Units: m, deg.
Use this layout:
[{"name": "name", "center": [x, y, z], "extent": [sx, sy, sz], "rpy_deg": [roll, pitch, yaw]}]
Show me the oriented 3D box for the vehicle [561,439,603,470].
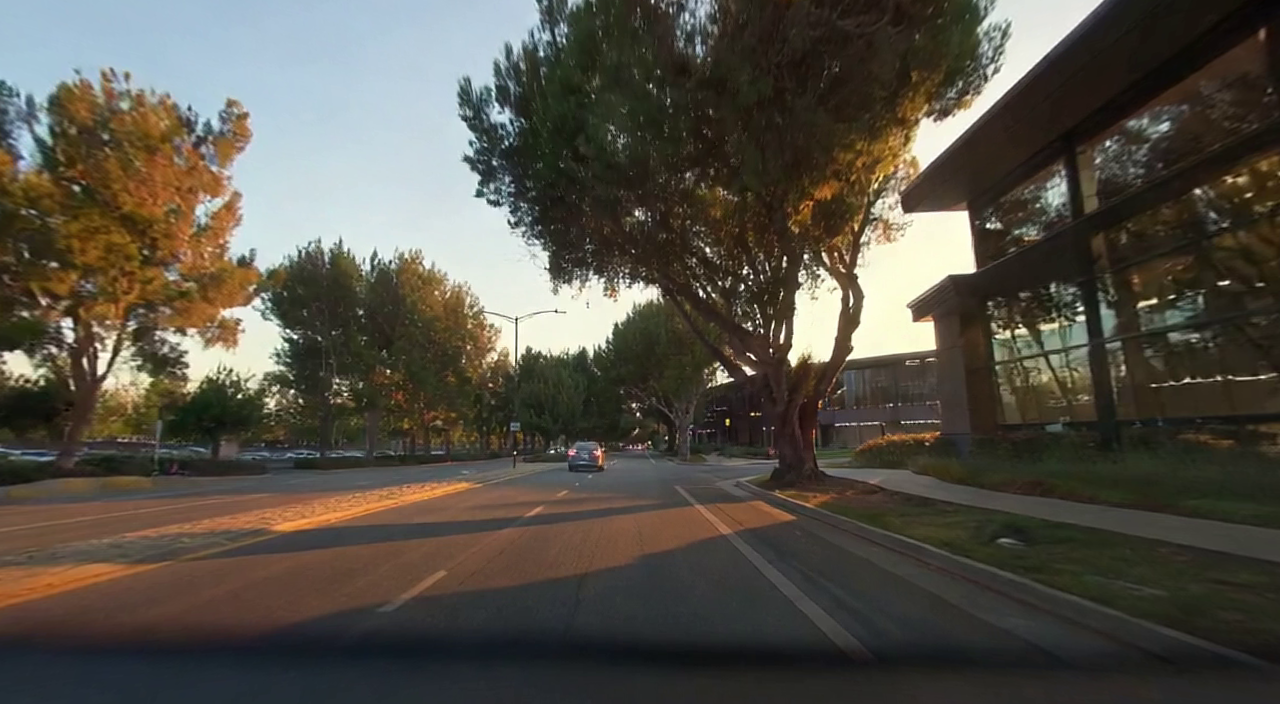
[{"name": "vehicle", "center": [-3.466, 6.256, 38.704], "extent": [2.179, 1.771, 4.267], "rpy_deg": [0, -9, 0]}]
